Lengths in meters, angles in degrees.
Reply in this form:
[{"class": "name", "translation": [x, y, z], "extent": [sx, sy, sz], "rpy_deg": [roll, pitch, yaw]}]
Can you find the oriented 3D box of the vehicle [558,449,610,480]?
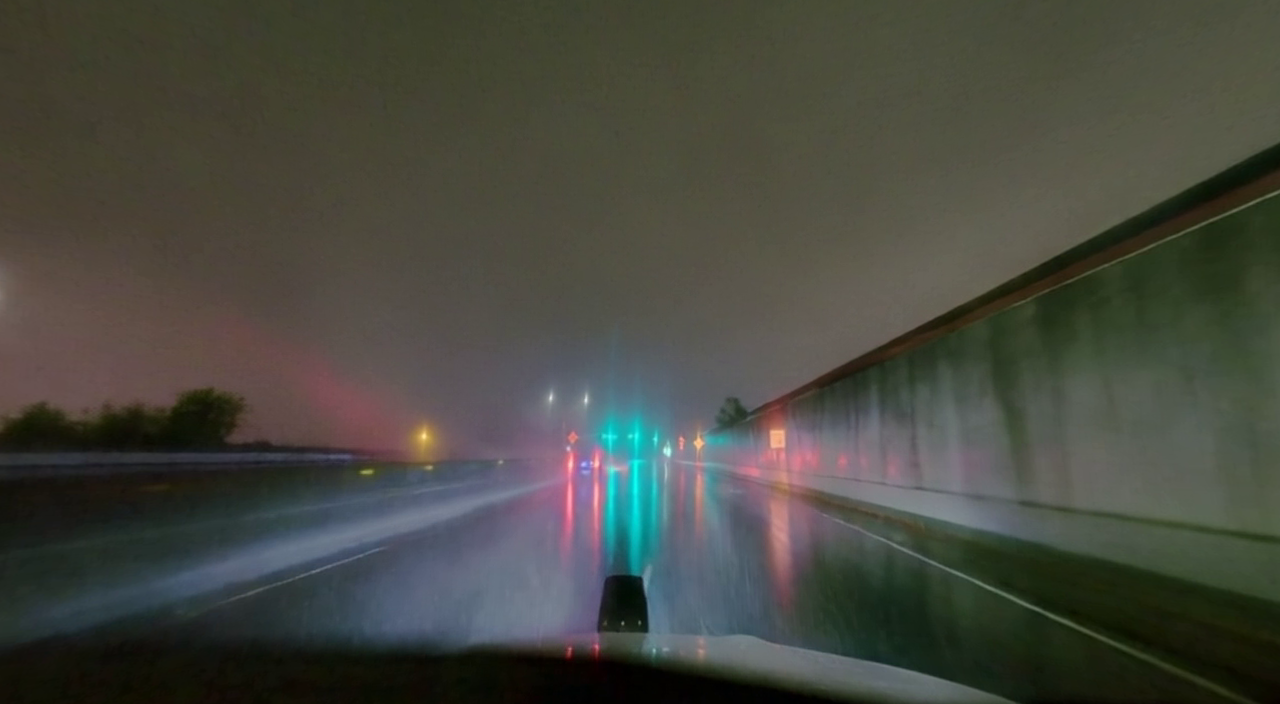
[{"class": "vehicle", "translation": [-3.045, 6.256, 35.407], "extent": [2.172, 1.587, 4.518], "rpy_deg": [-1, -9, 4]}]
